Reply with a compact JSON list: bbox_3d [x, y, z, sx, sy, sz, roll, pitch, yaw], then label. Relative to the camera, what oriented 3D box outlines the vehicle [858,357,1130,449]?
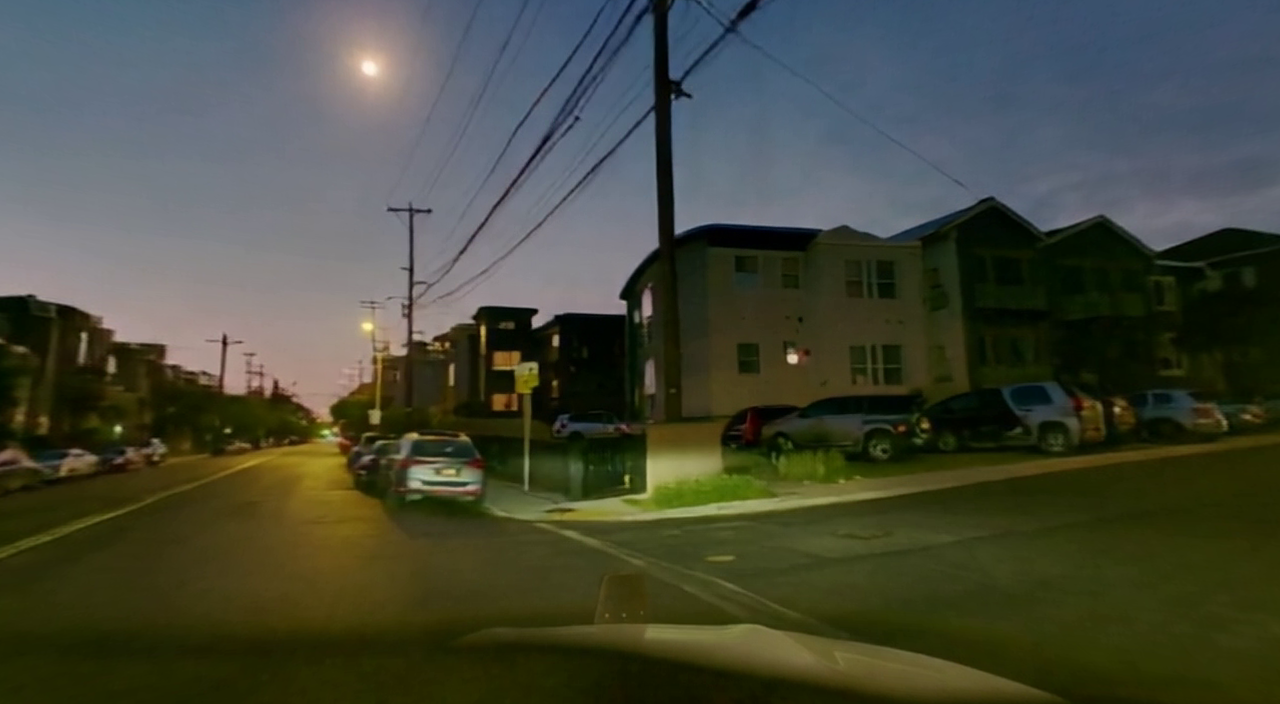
[{"bbox_3d":[8.669,1.439,15.972,5.514,1.976,2.153,-5,-9,30],"label":"vehicle"}]

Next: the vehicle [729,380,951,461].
[{"bbox_3d":[4.700,1.719,15.107,4.648,1.659,1.897,-6,-10,32],"label":"vehicle"}]

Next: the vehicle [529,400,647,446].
[{"bbox_3d":[-2.521,3.347,28.946,5.778,1.875,2.152,-8,-11,44],"label":"vehicle"}]

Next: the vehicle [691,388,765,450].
[{"bbox_3d":[2.754,2.168,19.719,2.003,1.695,4.195,-2,-8,9],"label":"vehicle"}]

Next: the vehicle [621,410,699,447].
[{"bbox_3d":[0.923,3.650,30.567,1.754,1.559,3.567,5,-6,-41],"label":"vehicle"}]

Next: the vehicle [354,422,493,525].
[{"bbox_3d":[-4.269,2.211,12.057,1.914,1.591,3.892,4,-9,-27],"label":"vehicle"}]
